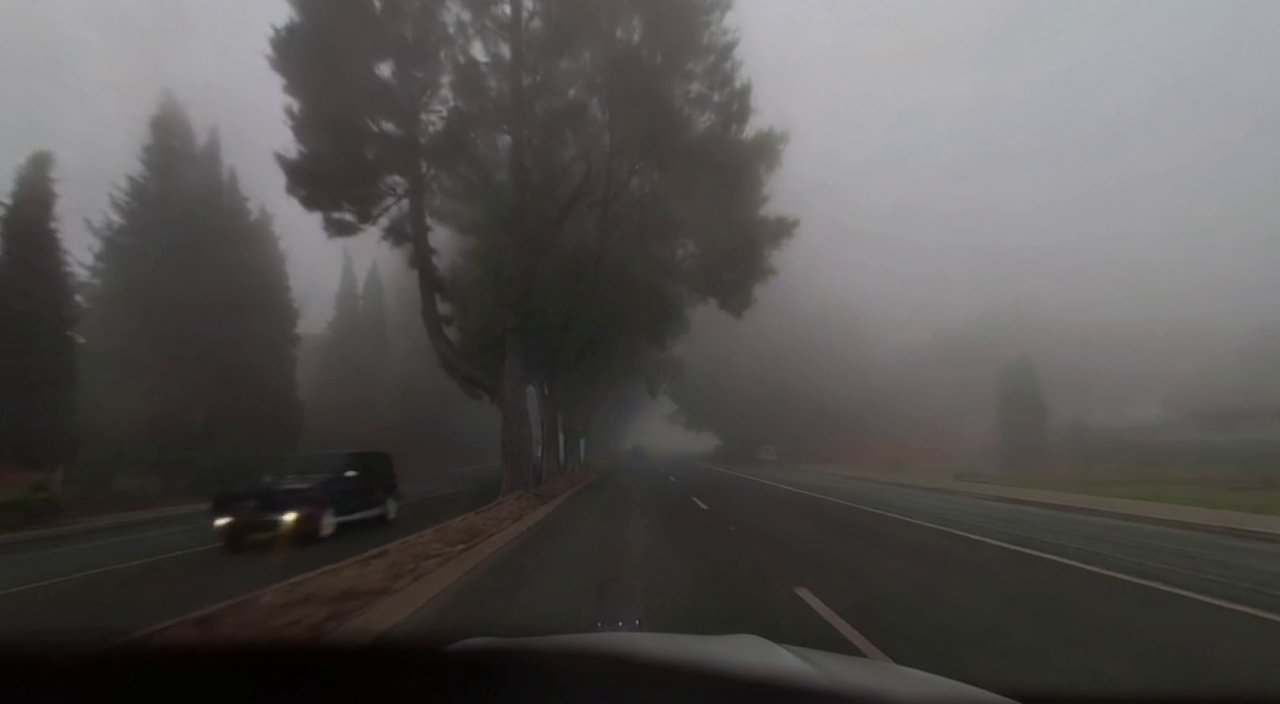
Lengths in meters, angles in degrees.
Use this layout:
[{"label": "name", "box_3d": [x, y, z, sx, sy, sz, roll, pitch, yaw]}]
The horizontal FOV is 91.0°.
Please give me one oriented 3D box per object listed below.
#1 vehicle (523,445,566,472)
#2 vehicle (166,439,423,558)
[{"label": "vehicle", "box_3d": [-5.807, 6.509, 38.622, 1.962, 1.471, 4.336, -3, -9, -1]}, {"label": "vehicle", "box_3d": [-5.531, 2.365, 10.899, 1.935, 1.521, 4.314, -4, -9, 2]}]
